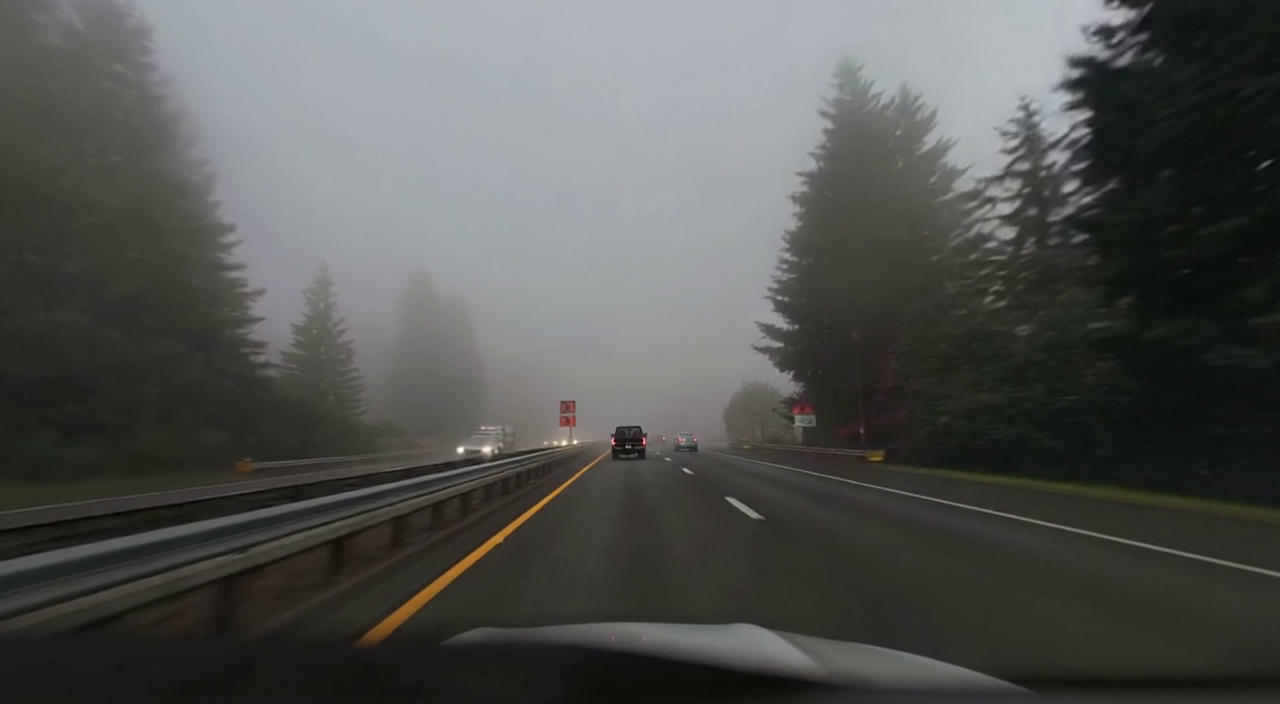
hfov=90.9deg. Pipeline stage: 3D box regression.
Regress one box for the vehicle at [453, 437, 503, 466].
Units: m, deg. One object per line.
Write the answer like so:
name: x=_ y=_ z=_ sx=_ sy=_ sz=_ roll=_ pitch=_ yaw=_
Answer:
vehicle: x=-9.512 y=5.861 z=37.353 sx=1.903 sy=1.591 sz=4.430 roll=0 pitch=-8 yaw=-1

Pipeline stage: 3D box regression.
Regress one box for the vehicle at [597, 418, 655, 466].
vehicle: x=-0.658 y=4.243 z=29.823 sx=2.503 sy=2.044 sz=4.633 roll=0 pitch=-8 yaw=-1
